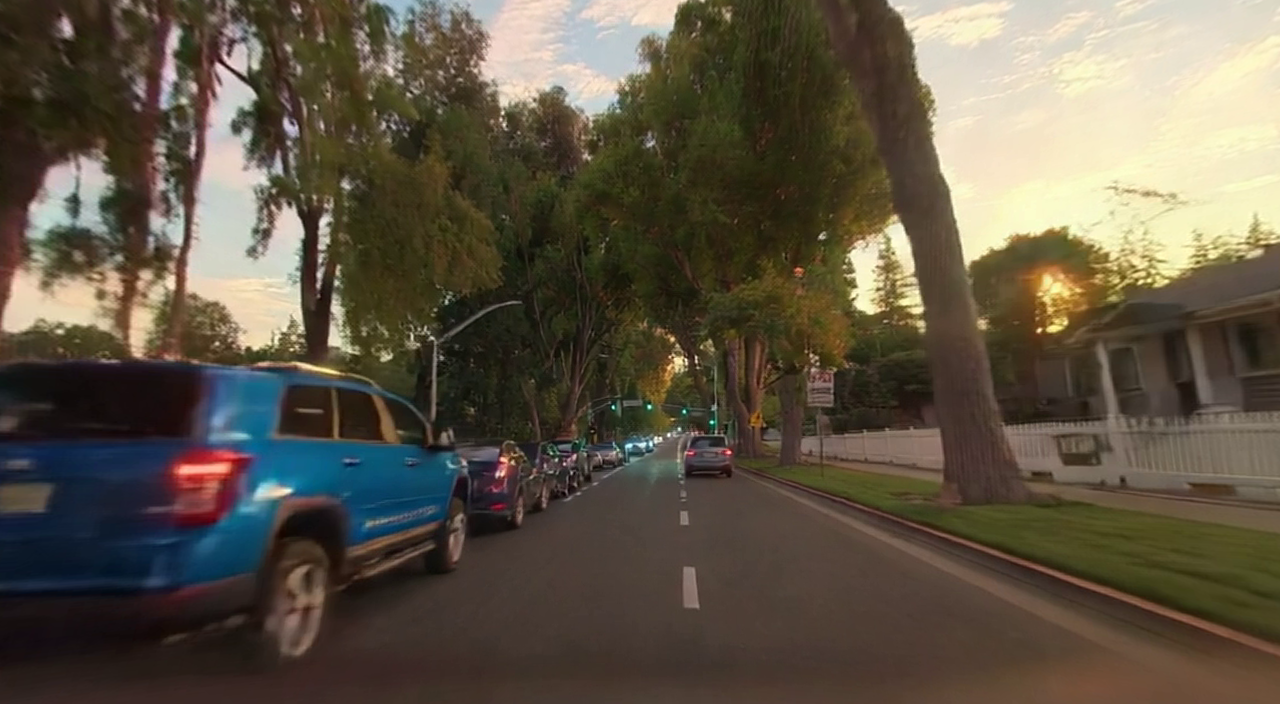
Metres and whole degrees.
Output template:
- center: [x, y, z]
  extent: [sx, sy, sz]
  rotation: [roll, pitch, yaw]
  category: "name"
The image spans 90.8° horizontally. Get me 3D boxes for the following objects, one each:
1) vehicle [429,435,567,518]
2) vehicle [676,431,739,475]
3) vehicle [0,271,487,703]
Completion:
- center: [-2.783, 2.540, 13.370]
  extent: [1.807, 1.475, 3.952]
  rotation: [-1, -9, 3]
  category: "vehicle"
- center: [2.707, 4.191, 26.380]
  extent: [2.258, 1.682, 4.635]
  rotation: [0, -9, 2]
  category: "vehicle"
- center: [-3.172, 1.043, 5.271]
  extent: [2.405, 2.058, 5.193]
  rotation: [0, -9, 1]
  category: "vehicle"
